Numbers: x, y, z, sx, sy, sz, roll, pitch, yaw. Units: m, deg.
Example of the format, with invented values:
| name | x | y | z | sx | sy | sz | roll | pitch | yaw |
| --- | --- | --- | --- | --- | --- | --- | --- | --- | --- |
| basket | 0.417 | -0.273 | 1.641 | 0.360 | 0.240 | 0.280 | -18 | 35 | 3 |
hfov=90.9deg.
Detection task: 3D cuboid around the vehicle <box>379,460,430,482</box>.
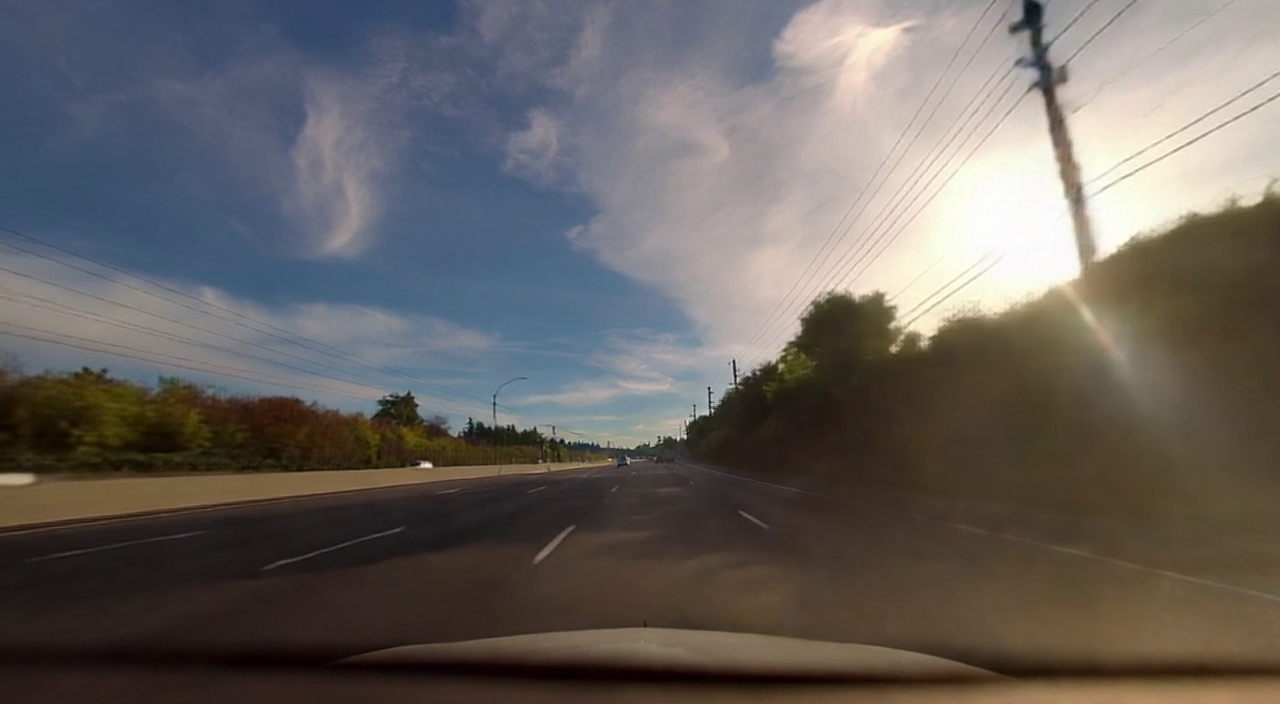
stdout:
| name | x | y | z | sx | sy | sz | roll | pitch | yaw |
| --- | --- | --- | --- | --- | --- | --- | --- | --- | --- |
| vehicle | -17.440 | 8.835 | 46.876 | 1.897 | 1.454 | 4.631 | -1 | -9 | 2 |
